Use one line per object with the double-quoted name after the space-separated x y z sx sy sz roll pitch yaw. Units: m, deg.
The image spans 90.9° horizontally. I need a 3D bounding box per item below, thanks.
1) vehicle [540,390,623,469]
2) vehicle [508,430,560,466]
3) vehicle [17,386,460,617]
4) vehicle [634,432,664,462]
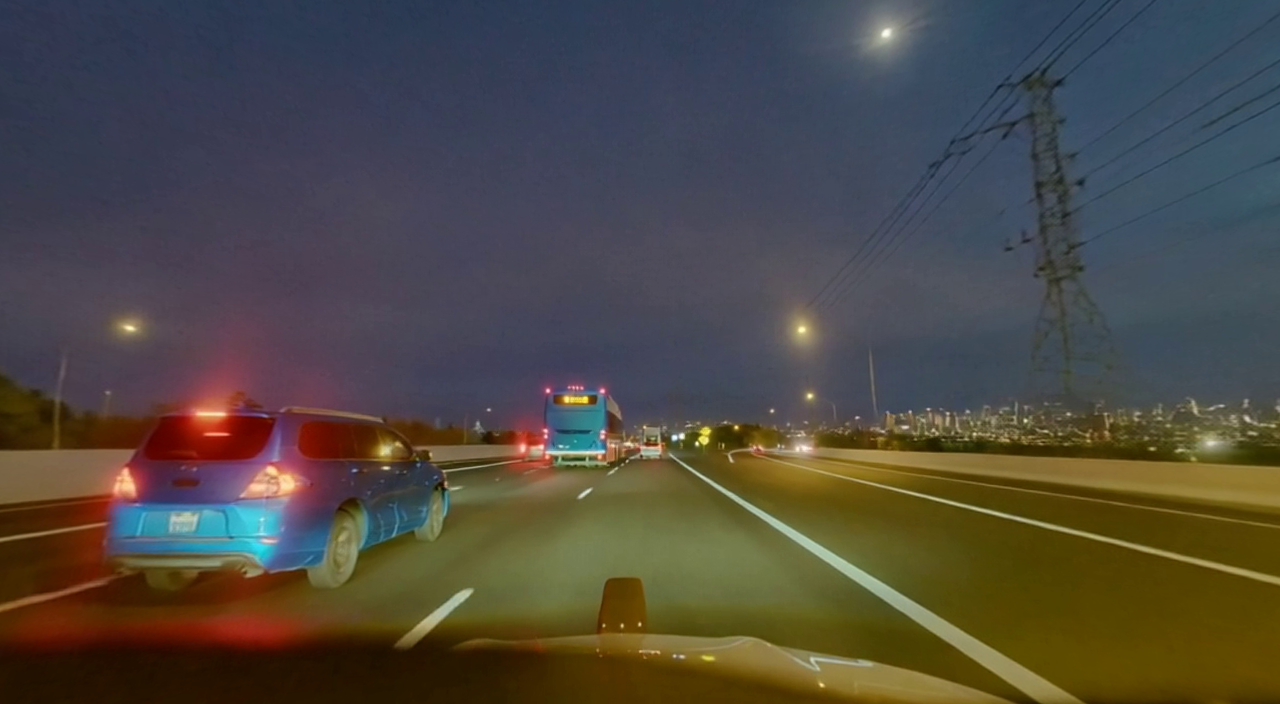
-2.936 4.575 35.830 3.382 3.712 11.766 1 -9 1 "vehicle"
-6.790 6.258 41.111 2.282 2.116 6.030 0 -8 1 "vehicle"
-3.662 1.444 6.959 2.021 1.730 4.223 0 -8 1 "vehicle"
0.636 6.845 45.399 2.083 2.001 4.782 0 -8 1 "vehicle"
